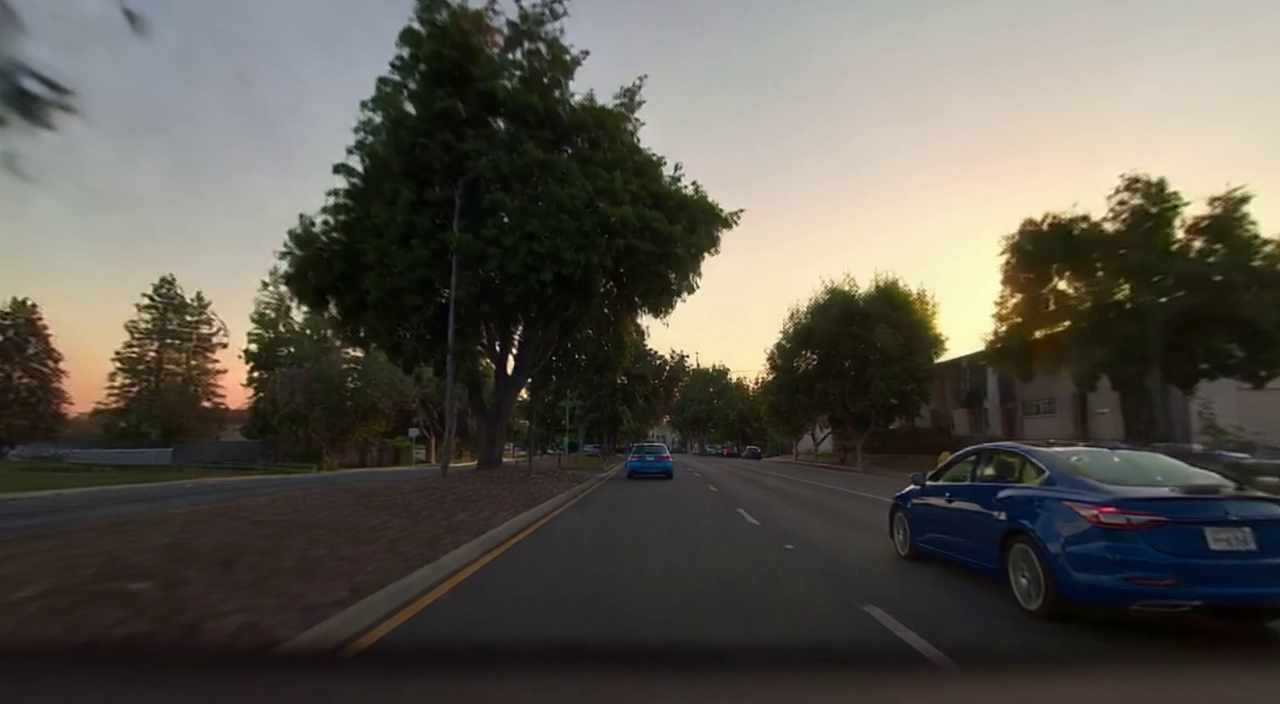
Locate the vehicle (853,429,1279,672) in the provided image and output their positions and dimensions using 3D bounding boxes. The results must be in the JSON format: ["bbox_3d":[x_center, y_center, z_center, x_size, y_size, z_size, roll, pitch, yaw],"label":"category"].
[{"bbox_3d":[3.782,1.501,5.999,1.918,1.418,4.360,0,-8,-1],"label":"vehicle"}]

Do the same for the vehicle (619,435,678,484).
[{"bbox_3d":[0.250,4.134,24.620,2.085,1.693,4.301,0,-8,-2],"label":"vehicle"}]
